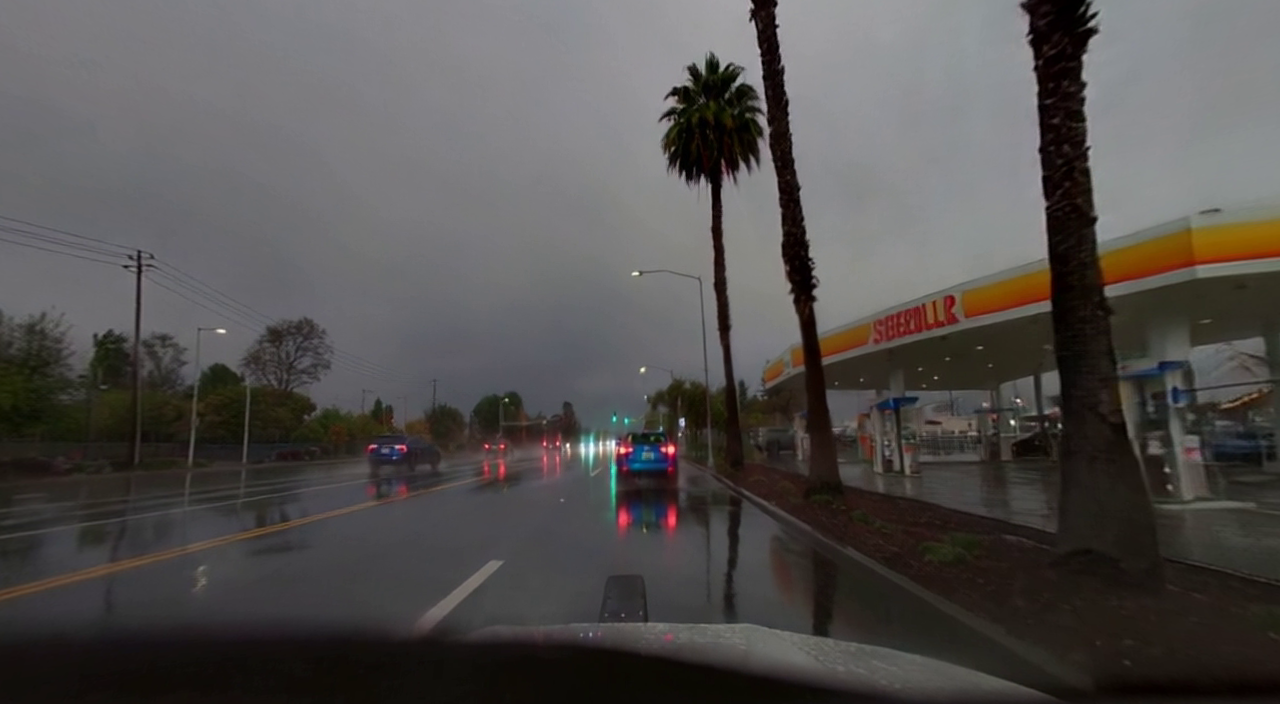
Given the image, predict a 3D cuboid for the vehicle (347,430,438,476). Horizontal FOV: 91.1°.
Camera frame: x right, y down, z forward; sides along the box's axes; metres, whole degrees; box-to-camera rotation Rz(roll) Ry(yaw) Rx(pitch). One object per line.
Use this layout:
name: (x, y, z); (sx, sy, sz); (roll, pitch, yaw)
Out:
vehicle: (-10.252, 4.205, 26.395); (1.965, 1.743, 4.327); (0, -8, 2)

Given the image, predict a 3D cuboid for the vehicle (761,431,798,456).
vehicle: (8.664, 5.641, 38.851); (1.837, 1.416, 3.947); (-2, -8, 18)

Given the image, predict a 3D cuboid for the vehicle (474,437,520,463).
vehicle: (-10.182, 6.958, 45.011); (1.998, 1.731, 4.952); (0, -8, 1)

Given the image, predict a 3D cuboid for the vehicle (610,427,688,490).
vehicle: (0.300, 3.181, 19.136); (2.121, 1.710, 3.893); (0, -8, 2)
